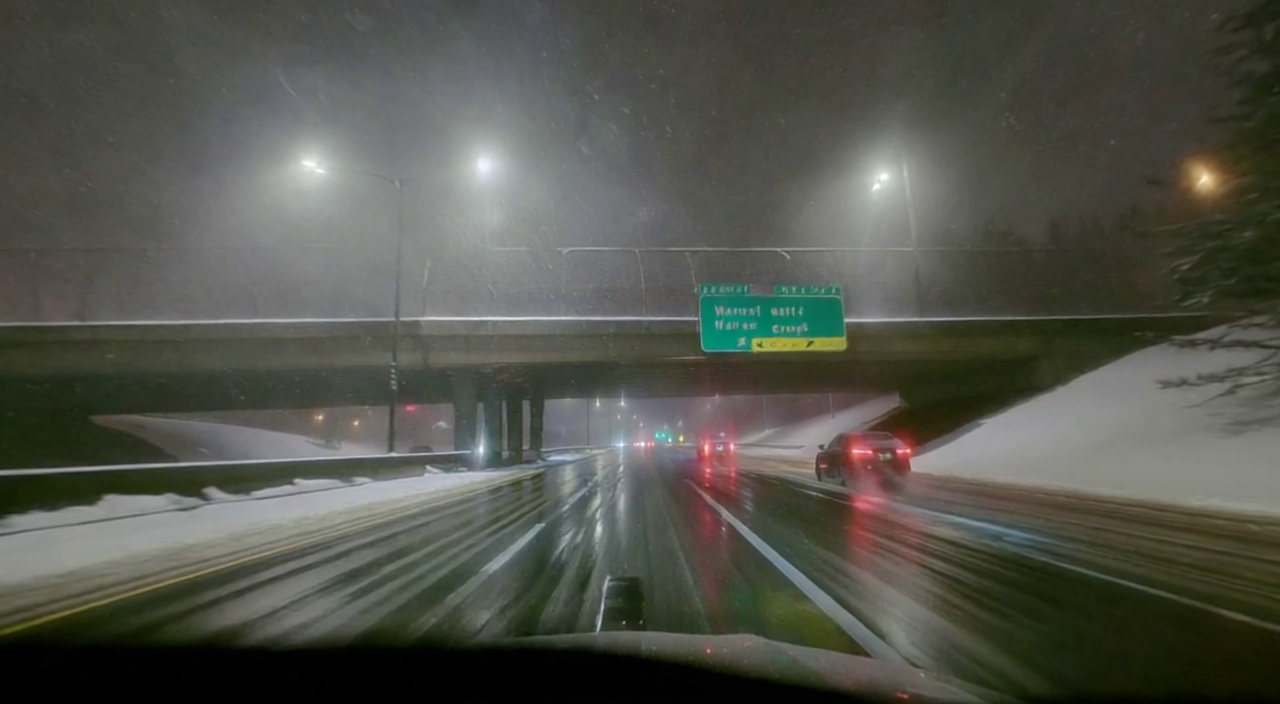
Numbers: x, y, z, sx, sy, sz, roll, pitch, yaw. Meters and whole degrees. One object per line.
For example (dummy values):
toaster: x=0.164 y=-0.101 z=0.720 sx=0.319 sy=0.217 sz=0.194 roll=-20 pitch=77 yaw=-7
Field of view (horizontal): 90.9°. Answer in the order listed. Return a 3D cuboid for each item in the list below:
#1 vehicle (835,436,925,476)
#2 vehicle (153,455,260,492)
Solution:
vehicle: x=10.085 y=4.407 z=26.943 sx=2.000 sy=1.514 sz=4.585 roll=0 pitch=-8 yaw=-1
vehicle: x=-20.149 y=5.638 z=29.606 sx=1.859 sy=1.483 sz=4.391 roll=-1 pitch=-8 yaw=1
